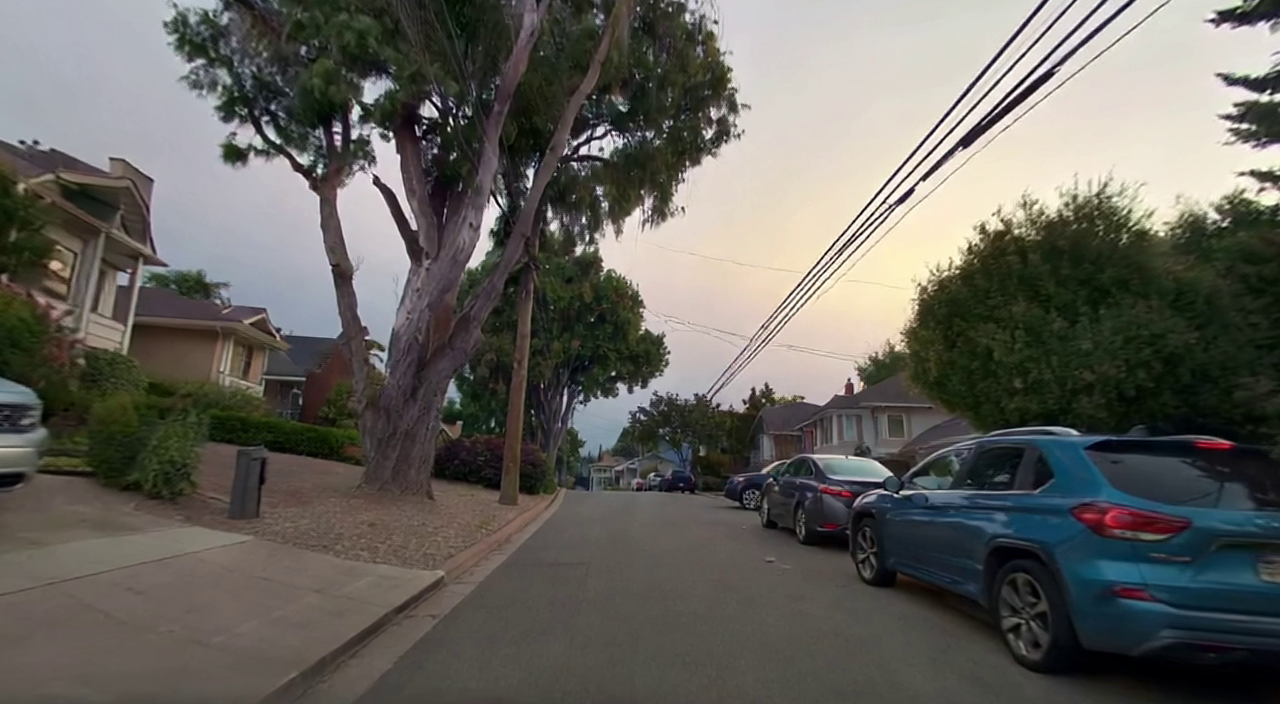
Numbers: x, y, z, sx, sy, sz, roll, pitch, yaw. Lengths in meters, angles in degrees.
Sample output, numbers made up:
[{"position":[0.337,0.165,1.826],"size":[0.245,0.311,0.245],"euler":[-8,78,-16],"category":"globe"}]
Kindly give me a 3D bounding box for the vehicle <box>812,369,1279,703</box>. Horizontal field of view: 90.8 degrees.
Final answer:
[{"position":[3.201,1.323,5.121],"size":[2.076,1.780,4.959],"euler":[0,-8,-2],"category":"vehicle"}]

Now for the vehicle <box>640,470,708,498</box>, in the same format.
[{"position":[2.364,9.182,44.122],"size":[4.413,1.728,1.869],"euler":[1,-9,-10],"category":"vehicle"}]

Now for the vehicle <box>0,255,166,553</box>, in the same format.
[{"position":[-6.218,-0.061,3.801],"size":[4.827,1.771,2.042],"euler":[10,-9,0],"category":"vehicle"}]
